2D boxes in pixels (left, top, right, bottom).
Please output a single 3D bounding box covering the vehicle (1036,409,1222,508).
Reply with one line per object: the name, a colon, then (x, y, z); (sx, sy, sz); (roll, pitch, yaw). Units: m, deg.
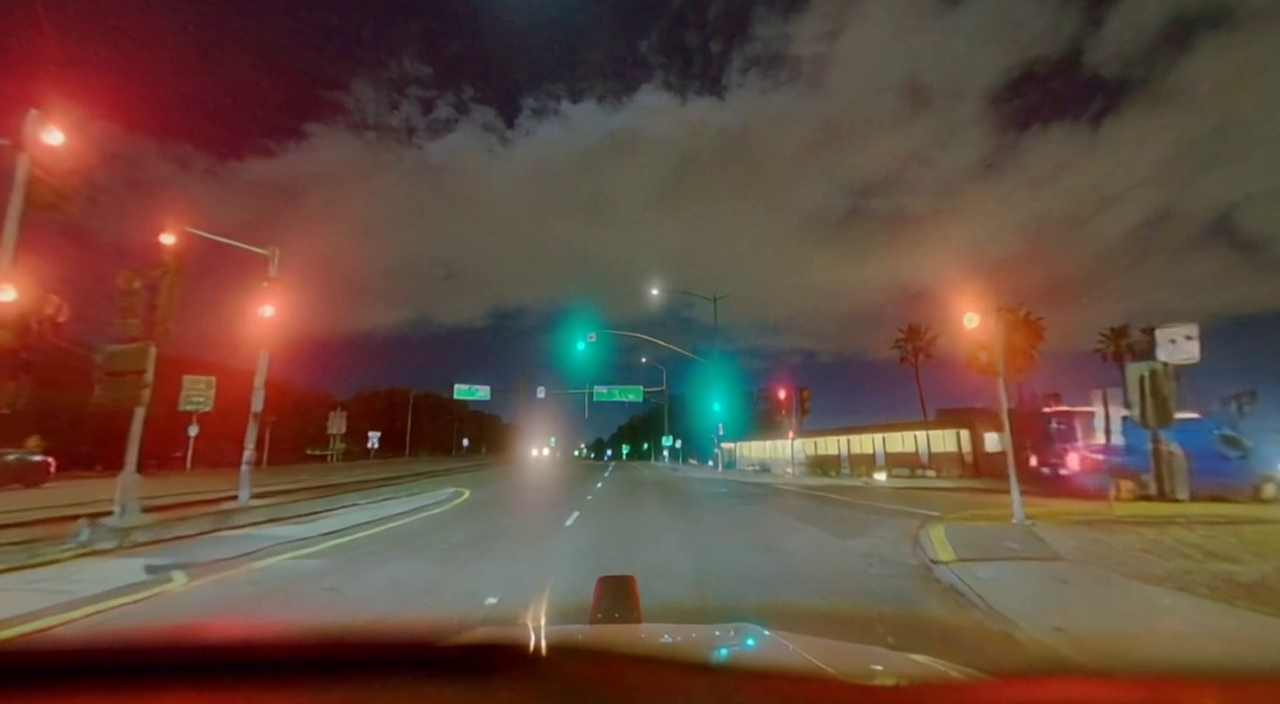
vehicle: (16.241, 3.524, 21.172); (4.180, 3.020, 2.606); (2, -9, -12)
